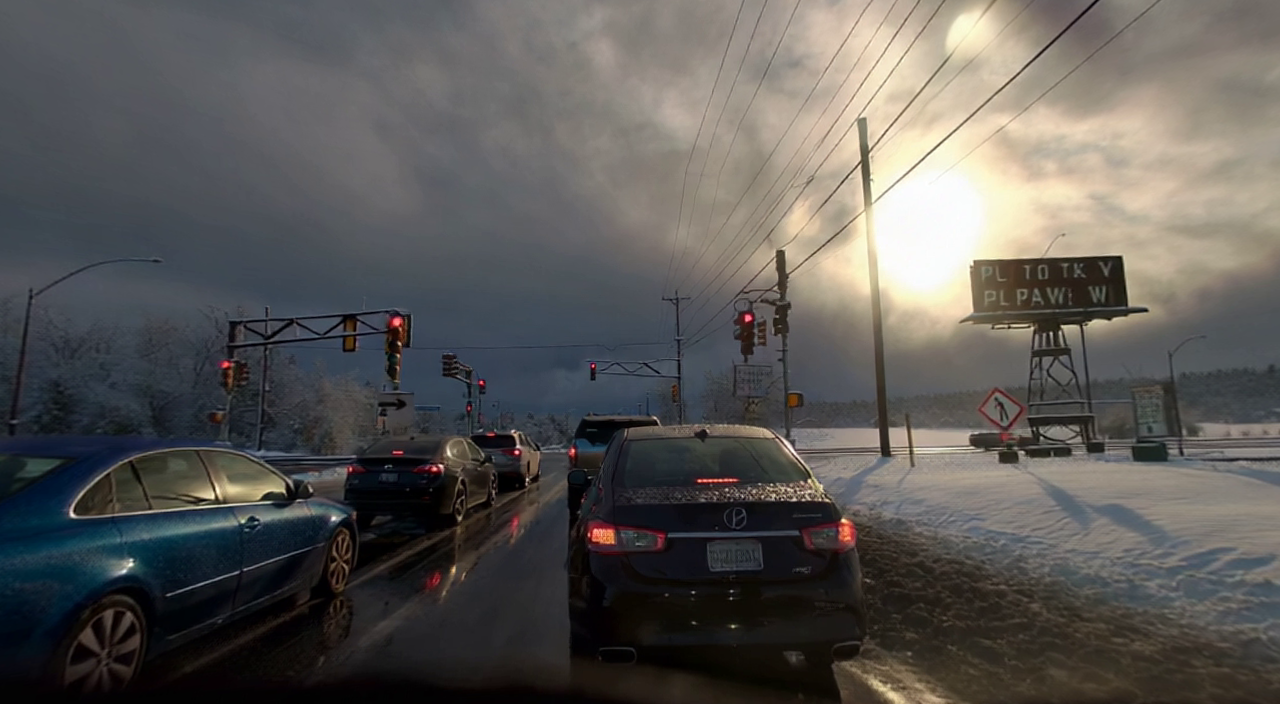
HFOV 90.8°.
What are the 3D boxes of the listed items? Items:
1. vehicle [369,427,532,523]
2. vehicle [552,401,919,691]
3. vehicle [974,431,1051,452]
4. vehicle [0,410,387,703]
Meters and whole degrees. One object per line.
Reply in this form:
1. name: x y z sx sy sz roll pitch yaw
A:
1. vehicle: -3.357 2.260 12.086 1.984 1.505 3.982 0 -9 -2
2. vehicle: 0.405 1.337 5.460 1.998 1.529 3.960 1 -9 -4
3. vehicle: 27.473 6.607 46.667 4.453 1.476 1.887 0 -9 0
4. vehicle: -3.710 1.251 4.453 1.956 1.468 4.585 0 -9 0
